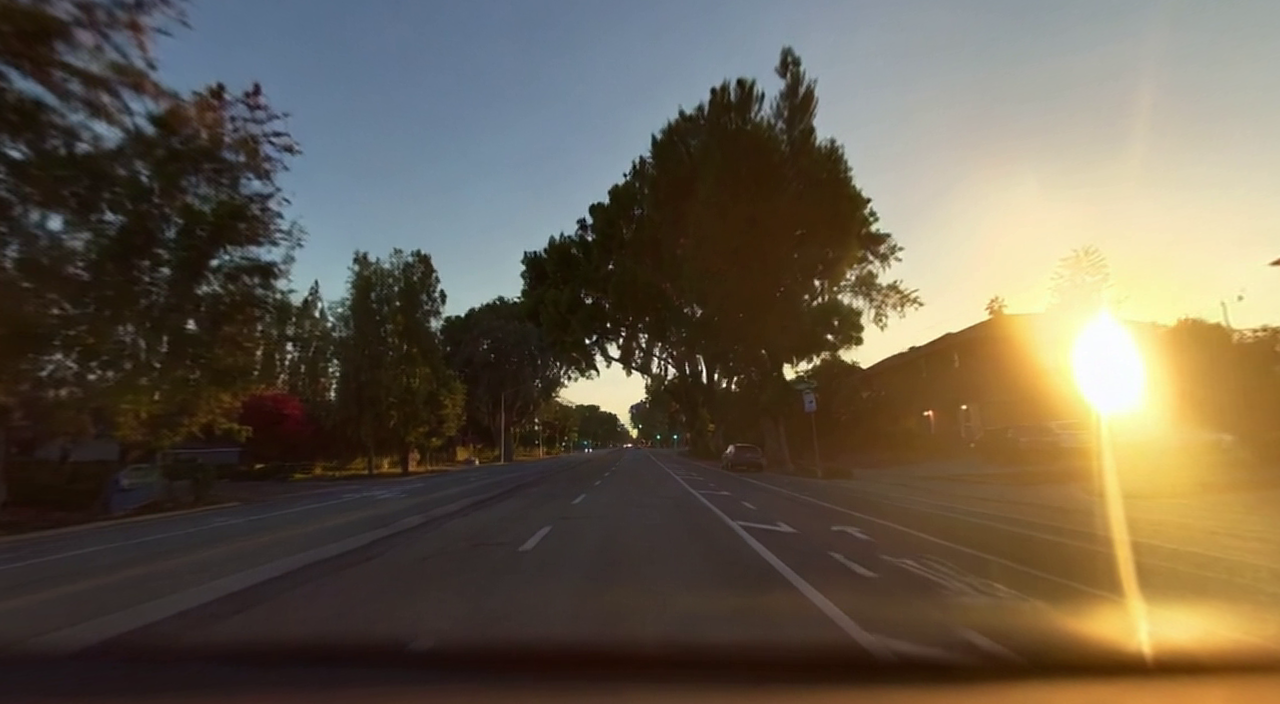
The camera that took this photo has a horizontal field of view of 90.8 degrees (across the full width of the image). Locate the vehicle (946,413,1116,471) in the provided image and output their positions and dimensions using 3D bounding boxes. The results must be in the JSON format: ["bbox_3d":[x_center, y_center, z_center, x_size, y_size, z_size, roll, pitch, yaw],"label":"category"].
[{"bbox_3d":[15.239,3.540,24.859,5.136,1.795,2.244,-4,-9,-3],"label":"vehicle"}]

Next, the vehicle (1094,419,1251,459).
[{"bbox_3d":[21.040,3.460,25.113,4.479,1.474,1.907,0,-8,-1],"label":"vehicle"}]

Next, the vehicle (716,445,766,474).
[{"bbox_3d":[5.316,5.727,33.964,1.984,1.418,4.709,1,-9,1],"label":"vehicle"}]
